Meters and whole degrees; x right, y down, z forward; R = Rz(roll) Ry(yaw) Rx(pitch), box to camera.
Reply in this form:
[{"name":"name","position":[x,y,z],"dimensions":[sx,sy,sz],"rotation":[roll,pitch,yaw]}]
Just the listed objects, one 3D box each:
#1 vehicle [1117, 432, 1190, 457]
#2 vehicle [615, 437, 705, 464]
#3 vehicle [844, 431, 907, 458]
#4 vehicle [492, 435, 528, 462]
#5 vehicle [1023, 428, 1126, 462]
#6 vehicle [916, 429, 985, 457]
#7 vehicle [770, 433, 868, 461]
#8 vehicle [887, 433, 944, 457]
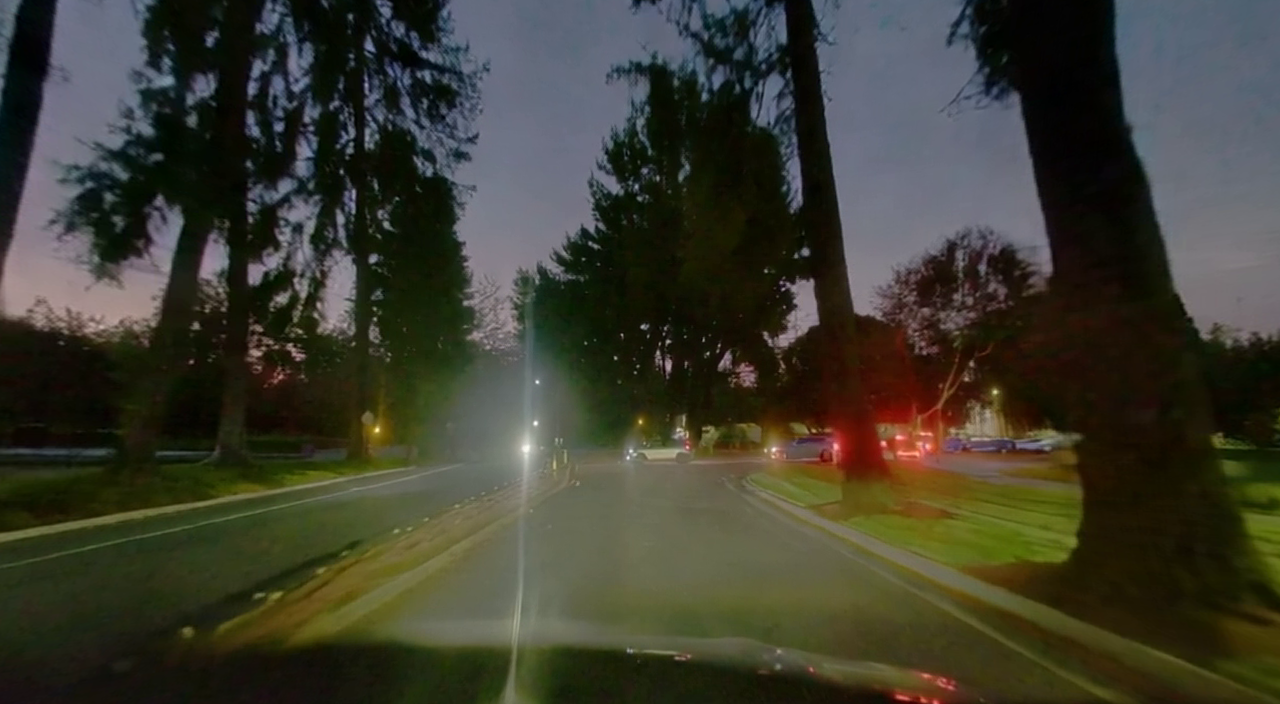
[{"name":"vehicle","position":[36.077,6.497,44.502],"dimensions":[1.790,1.665,3.807],"rotation":[1,-8,-4]},{"name":"vehicle","position":[1.159,5.867,37.612],"dimensions":[4.890,1.478,2.253],"rotation":[-6,-10,32]},{"name":"vehicle","position":[15.444,6.097,41.765],"dimensions":[2.073,1.642,4.468],"rotation":[0,-8,-6]},{"name":"vehicle","position":[-9.263,6.916,45.480],"dimensions":[2.100,1.771,4.463],"rotation":[0,-8,-6]},{"name":"vehicle","position":[21.114,4.542,30.744],"dimensions":[3.830,1.429,1.890],"rotation":[4,-10,-10]},{"name":"vehicle","position":[20.671,6.111,42.318],"dimensions":[2.023,1.736,4.227],"rotation":[1,-8,-8]},{"name":"vehicle","position":[10.027,5.358,35.655],"dimensions":[4.870,1.507,2.073],"rotation":[0,-8,0]},{"name":"vehicle","position":[17.944,6.080,41.356],"dimensions":[1.673,1.436,3.700],"rotation":[1,-8,-8]}]
